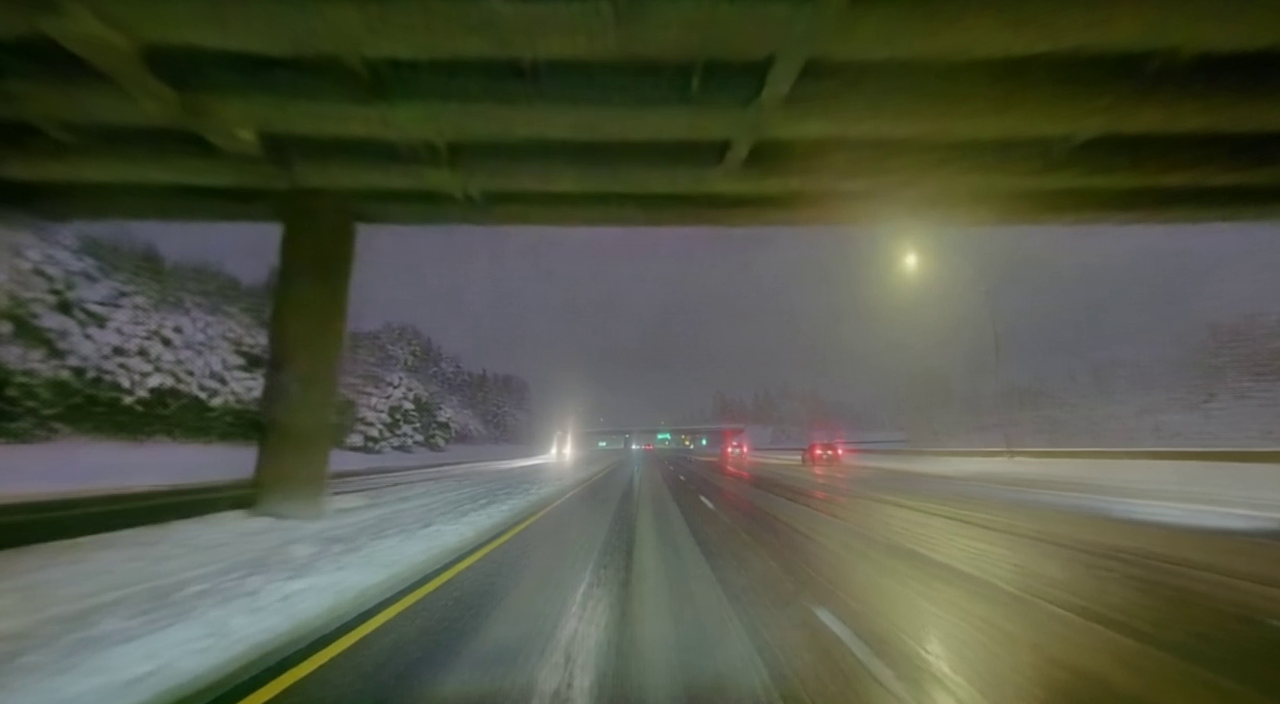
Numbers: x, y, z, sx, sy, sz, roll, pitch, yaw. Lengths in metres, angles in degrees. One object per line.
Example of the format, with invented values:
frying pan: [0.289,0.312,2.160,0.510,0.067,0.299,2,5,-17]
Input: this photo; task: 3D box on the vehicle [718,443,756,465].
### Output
vehicle: [6.890,7.336,45.358,2.025,1.484,4.208,-1,-9,0]
